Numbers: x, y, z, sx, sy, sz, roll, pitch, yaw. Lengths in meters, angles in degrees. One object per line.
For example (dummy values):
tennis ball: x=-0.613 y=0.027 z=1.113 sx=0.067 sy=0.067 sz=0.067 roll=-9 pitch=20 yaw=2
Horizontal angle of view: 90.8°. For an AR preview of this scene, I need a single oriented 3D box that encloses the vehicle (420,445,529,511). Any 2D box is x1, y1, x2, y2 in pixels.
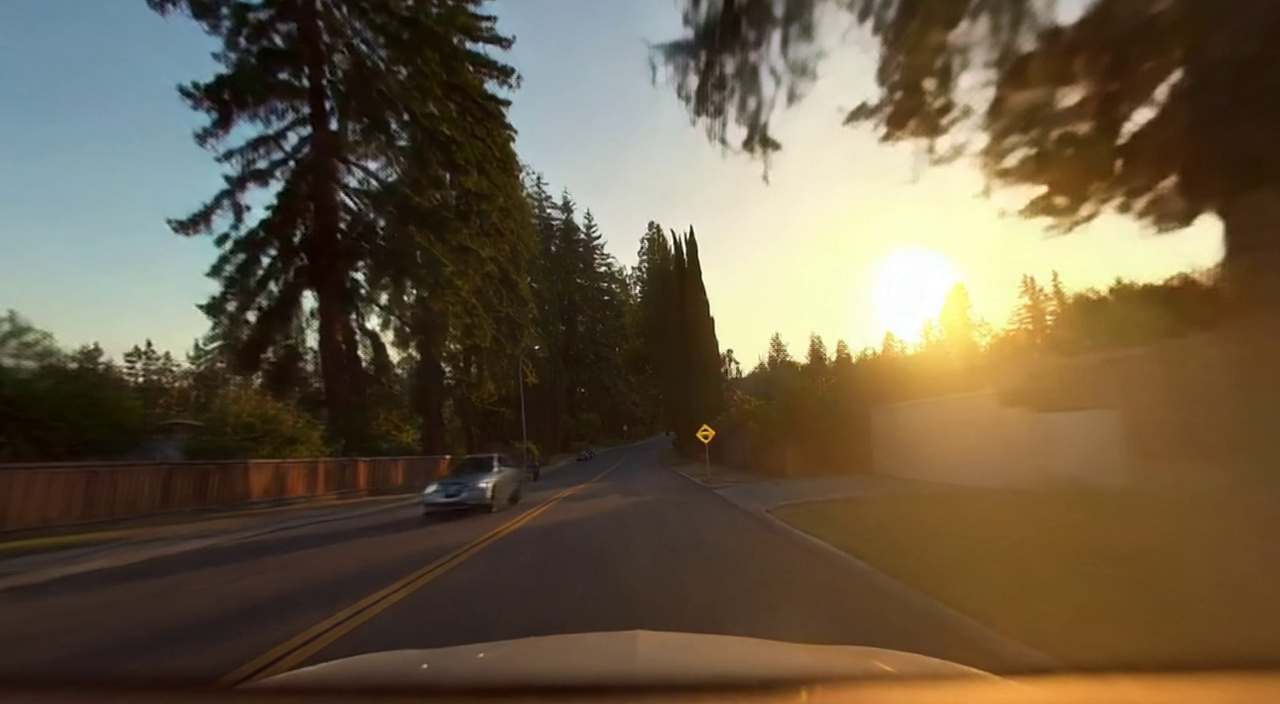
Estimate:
vehicle: x=-4.775 y=3.680 z=18.982 sx=2.087 sy=1.693 sz=4.343 roll=-1 pitch=-9 yaw=0
